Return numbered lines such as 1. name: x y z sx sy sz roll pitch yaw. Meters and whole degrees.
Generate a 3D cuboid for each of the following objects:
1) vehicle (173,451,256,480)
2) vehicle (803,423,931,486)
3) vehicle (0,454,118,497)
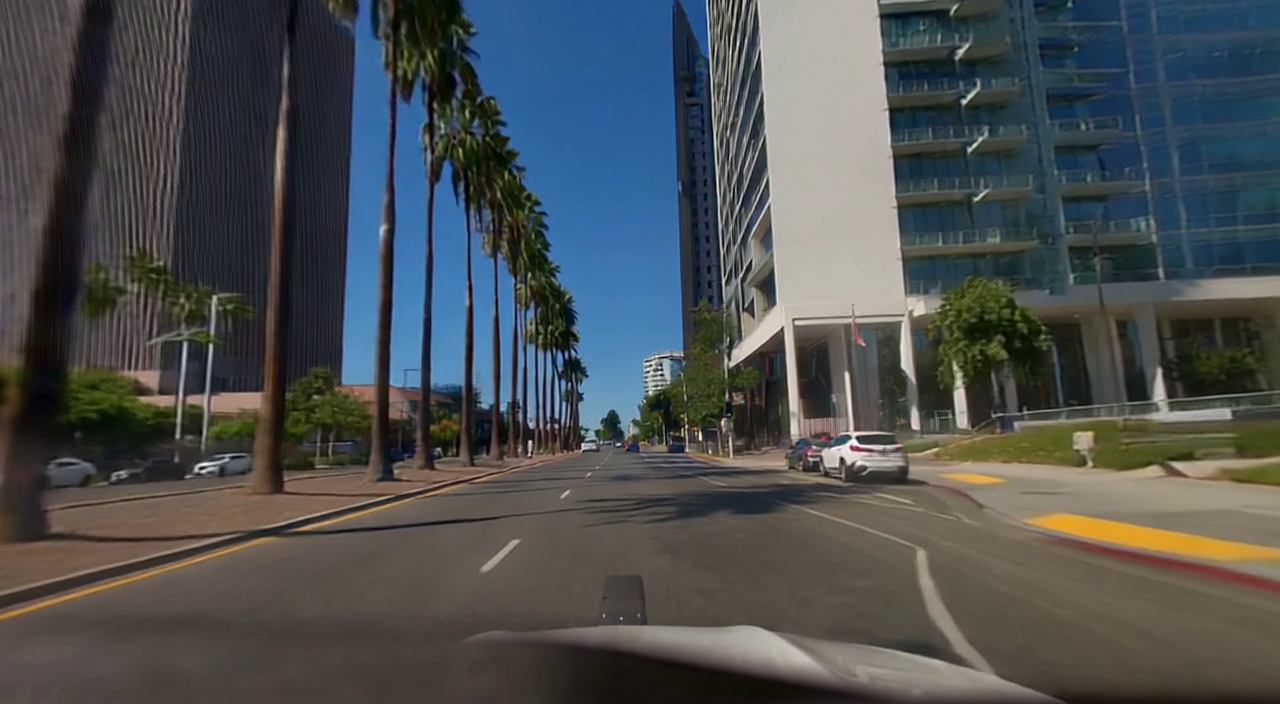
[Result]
1. vehicle: -24.662 6.564 36.831 1.801 1.444 4.640 0 -8 -3
2. vehicle: 6.936 3.200 19.904 2.225 1.727 4.418 0 -8 -2
3. vehicle: -24.476 4.984 25.837 1.905 1.496 4.960 -1 -8 1
